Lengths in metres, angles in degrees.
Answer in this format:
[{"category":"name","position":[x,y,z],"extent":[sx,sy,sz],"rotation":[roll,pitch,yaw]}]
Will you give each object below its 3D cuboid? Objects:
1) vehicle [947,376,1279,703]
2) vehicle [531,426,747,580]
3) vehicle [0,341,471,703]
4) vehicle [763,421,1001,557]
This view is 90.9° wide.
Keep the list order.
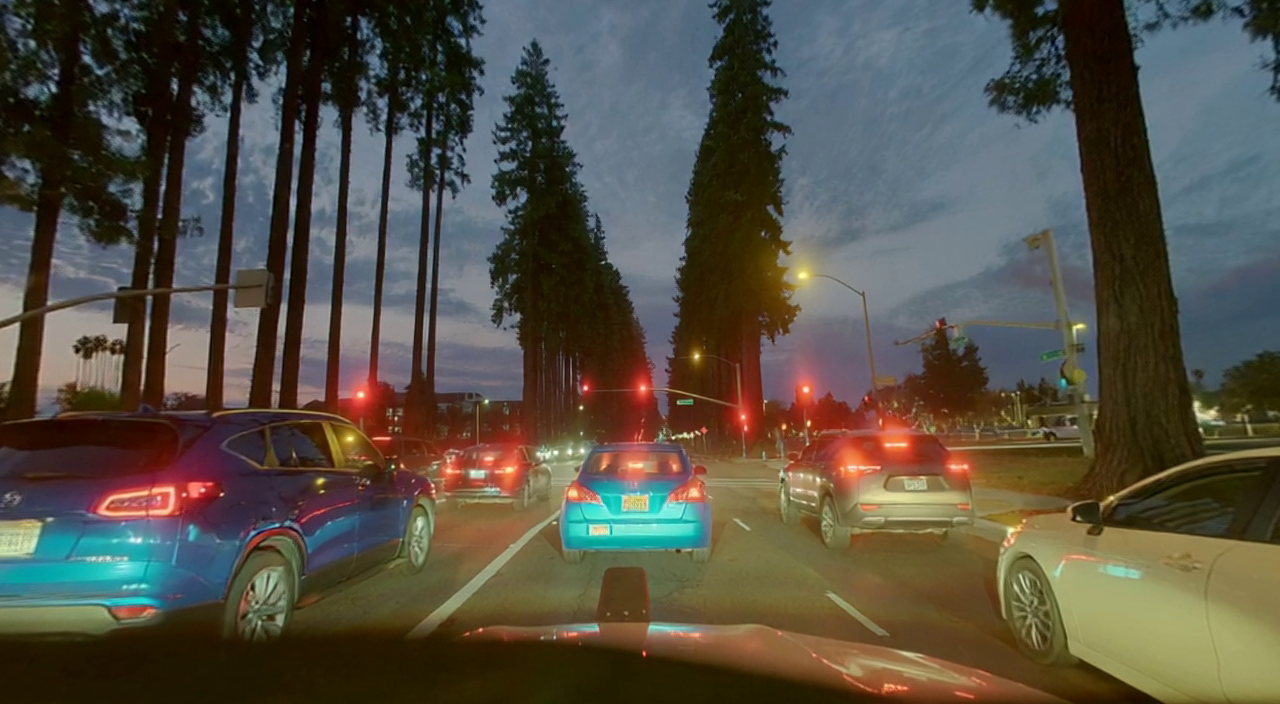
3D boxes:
[{"category":"vehicle","position":[3.323,0.961,2.828],"extent":[1.899,1.588,3.888],"rotation":[0,-9,0]},{"category":"vehicle","position":[-0.038,1.801,8.325],"extent":[2.147,1.507,3.953],"rotation":[0,-8,-1]},{"category":"vehicle","position":[-3.145,1.165,5.073],"extent":[2.168,1.750,4.625],"rotation":[-1,-9,1]},{"category":"vehicle","position":[3.418,2.014,10.018],"extent":[2.040,1.647,4.379],"rotation":[0,-9,0]}]
